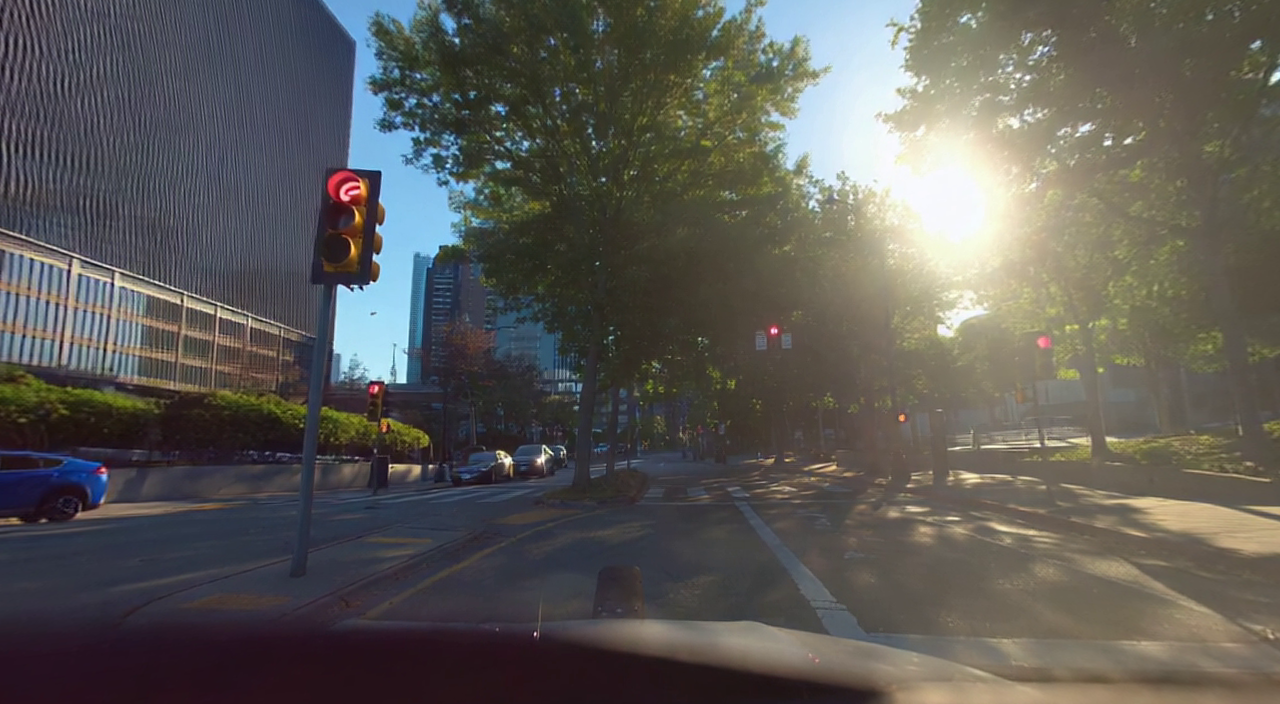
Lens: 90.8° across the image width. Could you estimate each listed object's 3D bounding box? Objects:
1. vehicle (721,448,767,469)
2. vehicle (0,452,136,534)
[{"bbox_3d":[7.878,8.119,48.412,1.829,1.440,4.384,2,-9,-14],"label":"vehicle"},{"bbox_3d":[-12.854,2.714,12.274,4.598,1.490,1.816,7,-11,-40],"label":"vehicle"}]
